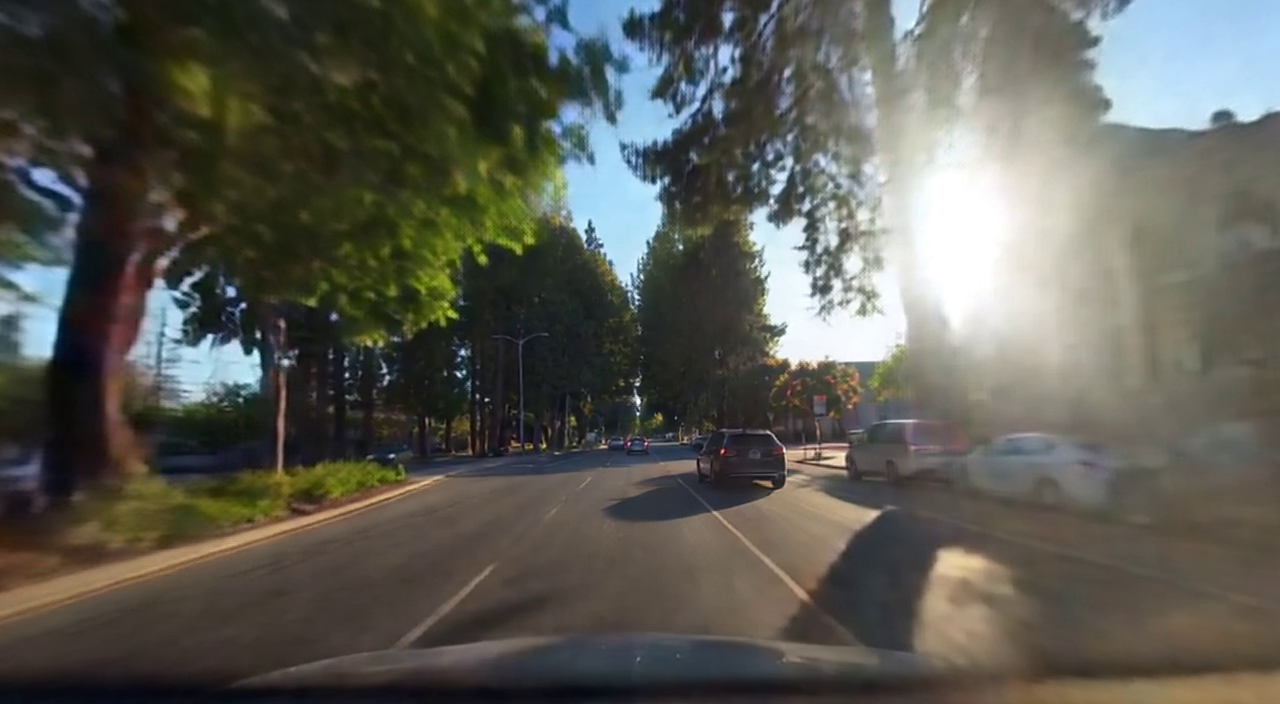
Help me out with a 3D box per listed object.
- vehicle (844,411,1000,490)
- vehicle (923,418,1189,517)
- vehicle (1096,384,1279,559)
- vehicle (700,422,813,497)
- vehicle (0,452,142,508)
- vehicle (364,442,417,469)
[{"bbox_3d":[7.450,2.685,17.327,2.047,1.852,4.861,0,-8,0],"label":"vehicle"},{"bbox_3d":[7.529,2.126,12.113,1.886,1.534,4.464,0,-8,-3],"label":"vehicle"},{"bbox_3d":[7.686,1.232,6.497,2.174,1.788,4.954,0,-8,0],"label":"vehicle"},{"bbox_3d":[2.786,2.686,16.080,2.022,1.656,4.025,0,-8,-1],"label":"vehicle"},{"bbox_3d":[-18.254,3.893,19.580,1.836,1.454,4.507,0,-8,0],"label":"vehicle"},{"bbox_3d":[-16.174,6.700,41.027,1.885,1.633,4.265,0,-8,-2],"label":"vehicle"}]
